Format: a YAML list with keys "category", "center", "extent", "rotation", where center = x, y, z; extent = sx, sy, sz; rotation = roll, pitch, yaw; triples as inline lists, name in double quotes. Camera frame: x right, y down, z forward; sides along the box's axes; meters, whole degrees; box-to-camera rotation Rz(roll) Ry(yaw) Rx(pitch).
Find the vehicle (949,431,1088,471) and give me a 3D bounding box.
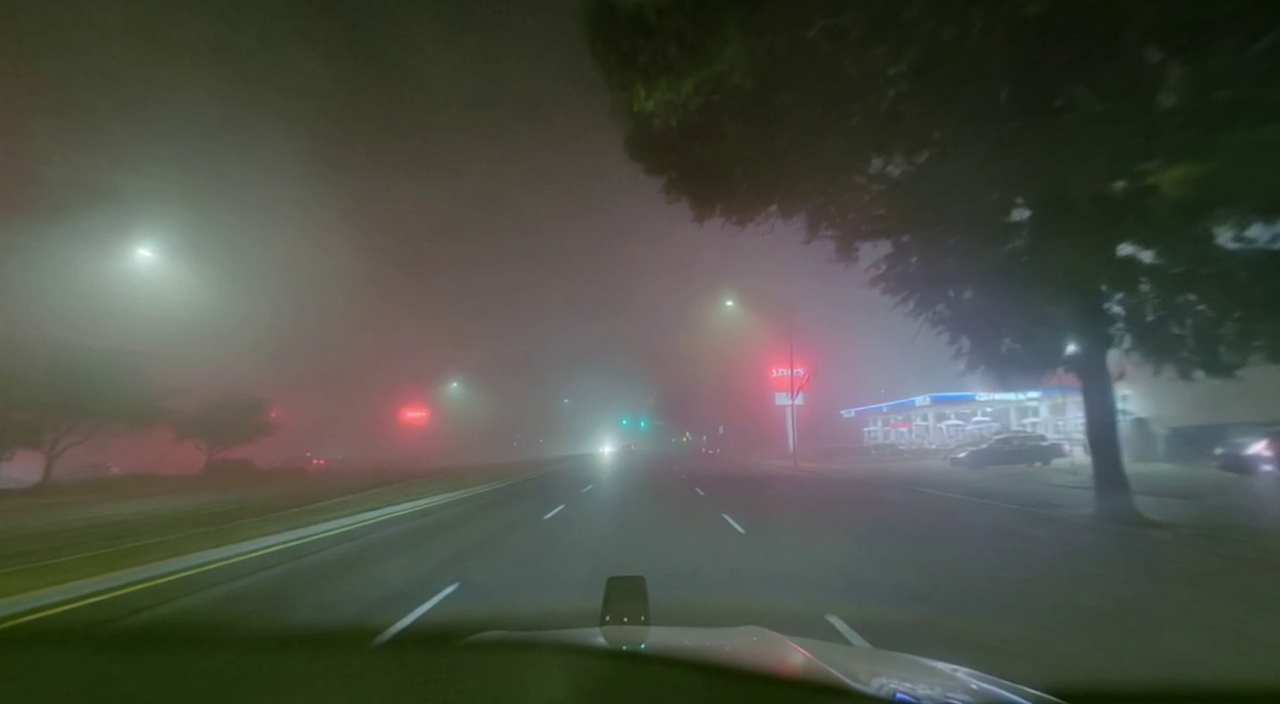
- category: "vehicle"
  center: [15.201, 3.964, 25.403]
  extent: [4.510, 1.517, 2.035]
  rotation: [1, -8, -12]
